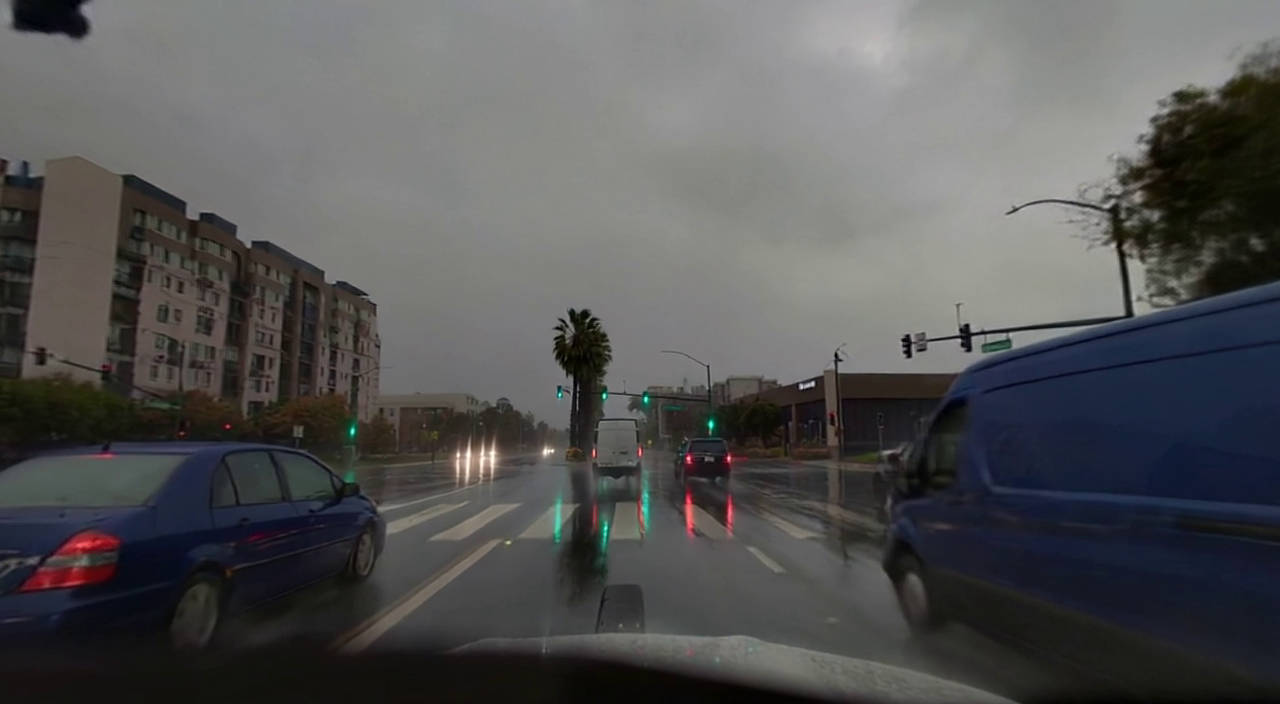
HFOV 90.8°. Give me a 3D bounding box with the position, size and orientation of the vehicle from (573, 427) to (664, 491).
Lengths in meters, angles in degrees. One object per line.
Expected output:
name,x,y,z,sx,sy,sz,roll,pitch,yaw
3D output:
vehicle,-0.801,3.786,22.768,2.848,1.991,5.706,0,-9,-2

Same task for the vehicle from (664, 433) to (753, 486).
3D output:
vehicle,2.371,3.950,23.456,2.462,1.736,4.899,0,-9,-3

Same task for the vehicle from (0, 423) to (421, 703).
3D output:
vehicle,-3.642,1.408,5.330,1.997,1.430,4.655,0,-9,-1

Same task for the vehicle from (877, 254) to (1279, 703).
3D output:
vehicle,2.932,0.733,2.369,2.200,1.847,4.618,0,-9,-1
